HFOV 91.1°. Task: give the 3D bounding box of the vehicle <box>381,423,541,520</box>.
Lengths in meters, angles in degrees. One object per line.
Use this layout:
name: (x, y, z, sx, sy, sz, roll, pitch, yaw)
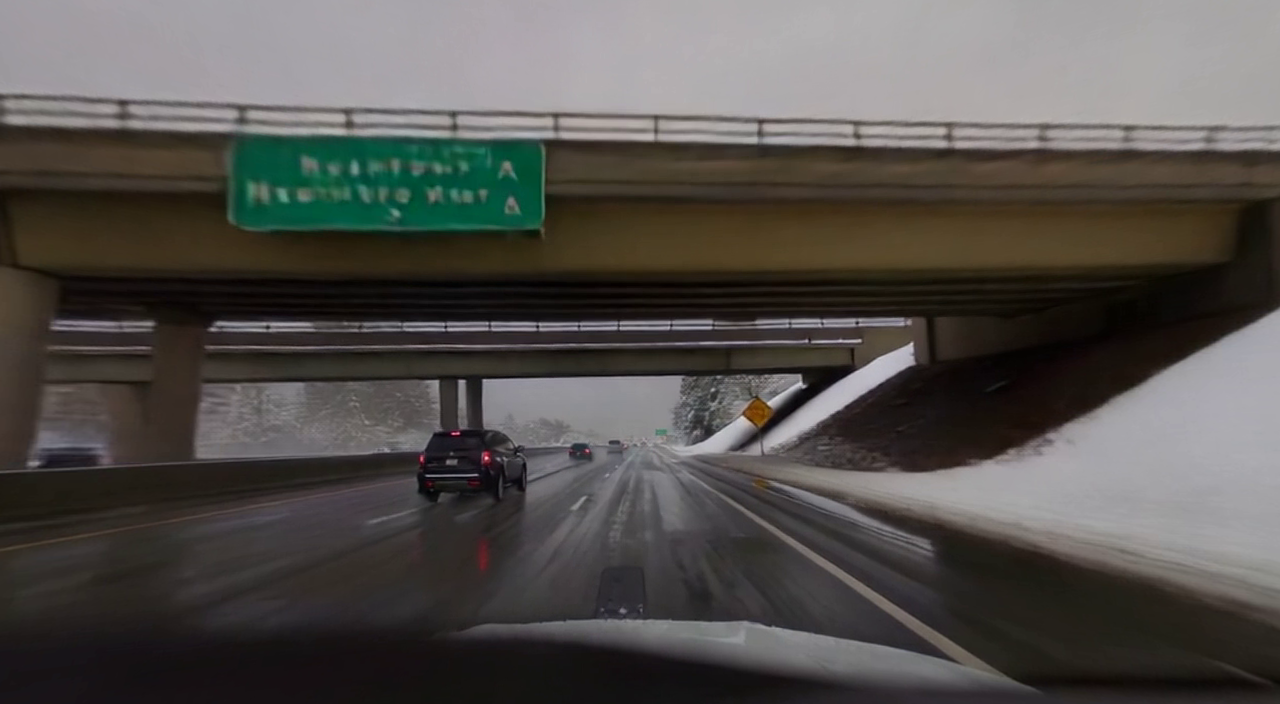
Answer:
vehicle: (-3.513, 2.440, 13.367, 2.048, 1.705, 4.384, 0, -8, 1)
